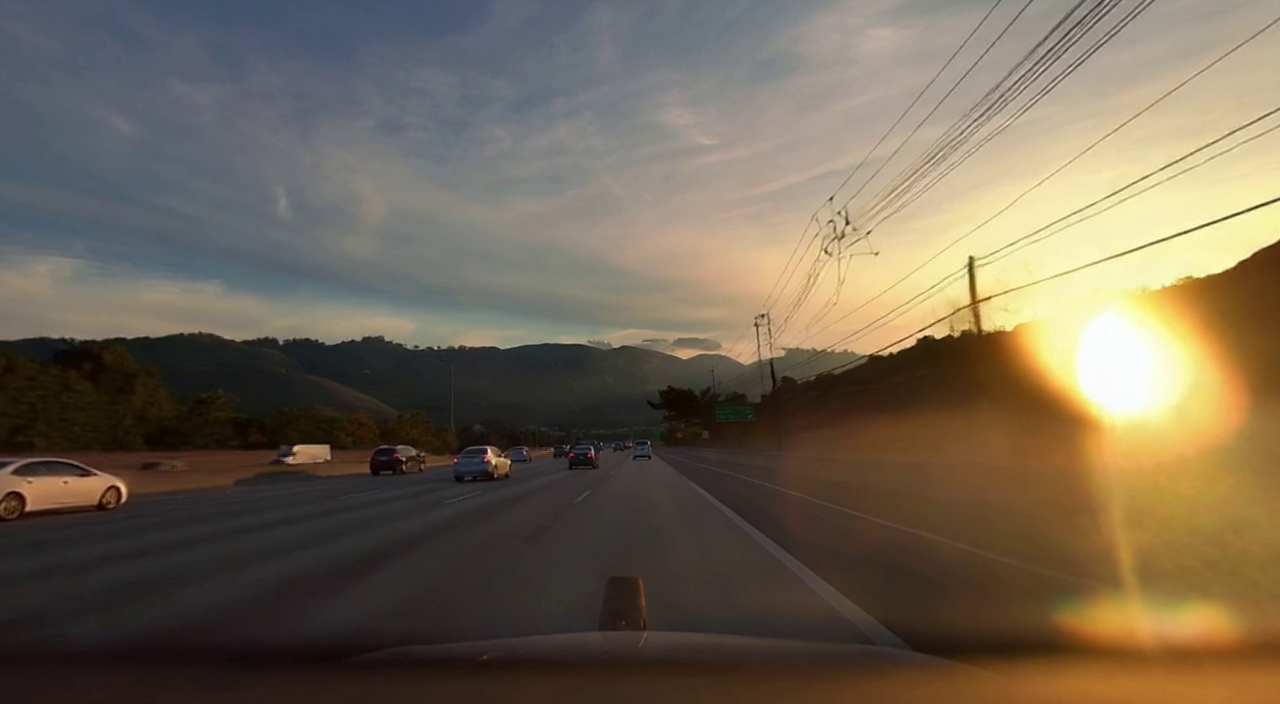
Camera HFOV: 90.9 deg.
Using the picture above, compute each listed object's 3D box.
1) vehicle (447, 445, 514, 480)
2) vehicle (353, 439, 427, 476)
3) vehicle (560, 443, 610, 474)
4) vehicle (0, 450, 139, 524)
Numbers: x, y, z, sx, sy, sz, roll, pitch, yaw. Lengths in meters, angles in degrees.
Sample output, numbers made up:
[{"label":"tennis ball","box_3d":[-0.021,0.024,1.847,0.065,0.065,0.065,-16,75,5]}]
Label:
[{"label":"vehicle","box_3d":[-7.149,4.967,28.717,1.899,1.472,4.202,0,-8,1]},{"label":"vehicle","box_3d":[-14.375,6.072,36.614,2.172,1.946,5.017,0,-8,1]},{"label":"vehicle","box_3d":[-2.698,5.328,31.829,2.064,1.446,4.409,0,-8,0]},{"label":"vehicle","box_3d":[-14.173,2.965,14.109,1.885,1.474,4.849,0,-8,1]}]
